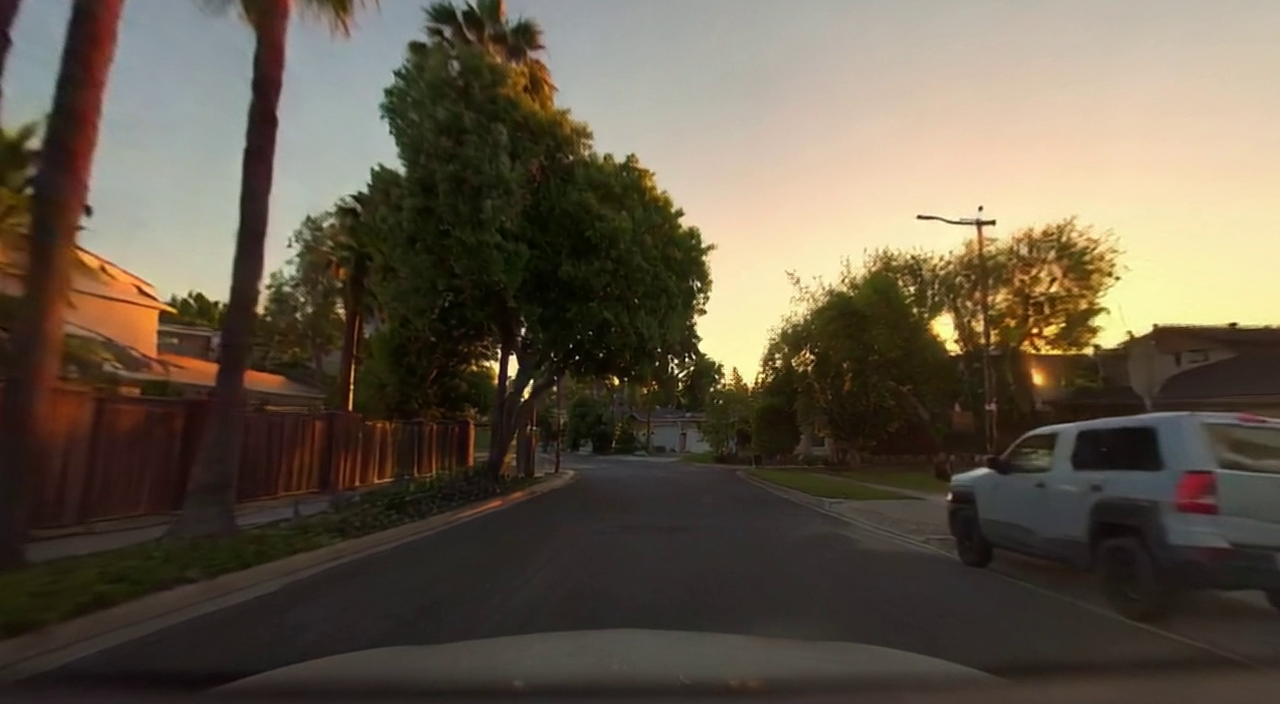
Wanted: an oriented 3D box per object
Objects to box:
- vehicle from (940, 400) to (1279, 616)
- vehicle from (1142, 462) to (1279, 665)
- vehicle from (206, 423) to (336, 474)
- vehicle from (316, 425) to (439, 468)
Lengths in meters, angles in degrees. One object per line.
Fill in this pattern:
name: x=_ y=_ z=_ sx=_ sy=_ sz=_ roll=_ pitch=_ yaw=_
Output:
vehicle: x=6.640 y=1.678 z=7.506 sx=5.320 sy=1.978 sz=2.026 roll=2 pitch=-9 yaw=-13
vehicle: x=6.784 y=1.625 z=5.059 sx=4.319 sy=1.422 sz=1.974 roll=2 pitch=-9 yaw=-14
vehicle: x=-13.950 y=3.644 z=24.217 sx=1.869 sy=1.646 sz=4.357 roll=3 pitch=-7 yaw=8
vehicle: x=-13.102 y=4.745 z=31.763 sx=5.127 sy=1.796 sz=2.045 roll=3 pitch=-8 yaw=1
